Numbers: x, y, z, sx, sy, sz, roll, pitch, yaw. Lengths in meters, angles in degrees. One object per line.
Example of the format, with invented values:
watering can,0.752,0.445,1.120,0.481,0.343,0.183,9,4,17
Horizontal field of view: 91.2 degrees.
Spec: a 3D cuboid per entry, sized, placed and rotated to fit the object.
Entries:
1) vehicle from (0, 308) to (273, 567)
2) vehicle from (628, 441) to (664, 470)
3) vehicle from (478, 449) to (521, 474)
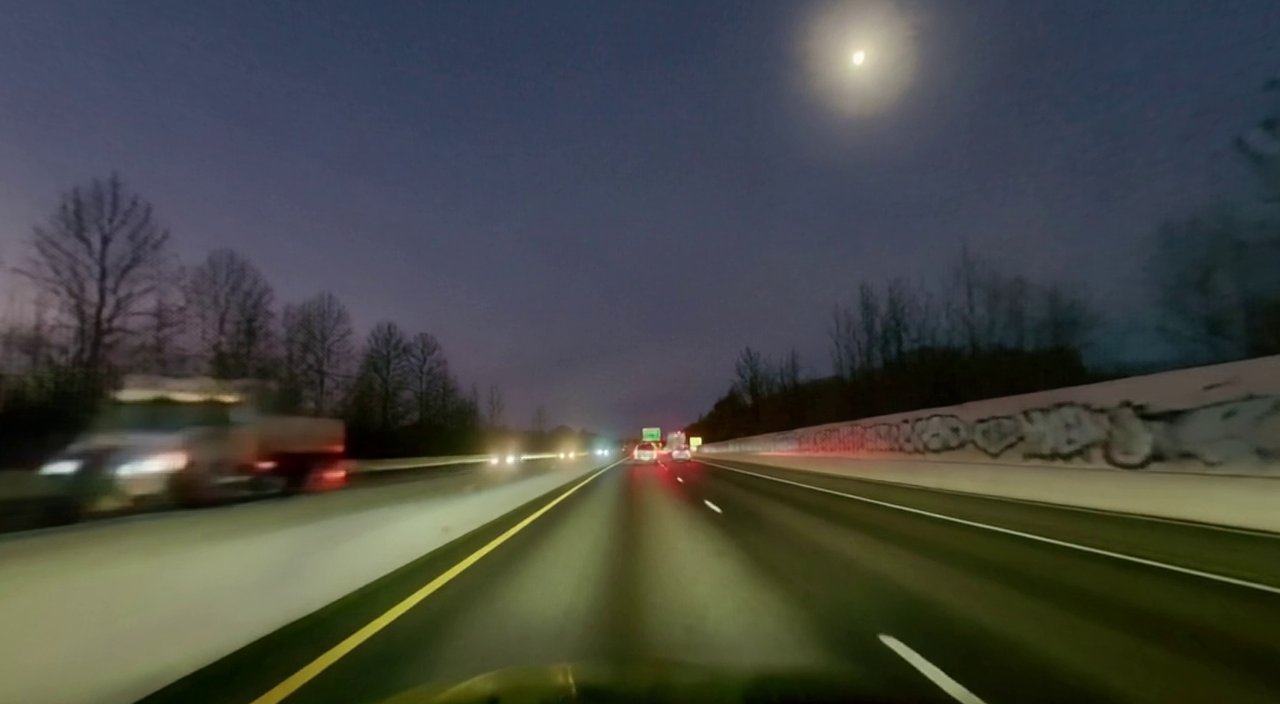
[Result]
vehicle,-8.966,1.349,9.608,2.686,3.050,6.421,-1,-9,0
vehicle,0.301,6.362,38.739,2.095,1.671,4.219,0,-9,-1
vehicle,-9.214,7.167,41.357,1.895,1.498,4.329,0,-9,-1
